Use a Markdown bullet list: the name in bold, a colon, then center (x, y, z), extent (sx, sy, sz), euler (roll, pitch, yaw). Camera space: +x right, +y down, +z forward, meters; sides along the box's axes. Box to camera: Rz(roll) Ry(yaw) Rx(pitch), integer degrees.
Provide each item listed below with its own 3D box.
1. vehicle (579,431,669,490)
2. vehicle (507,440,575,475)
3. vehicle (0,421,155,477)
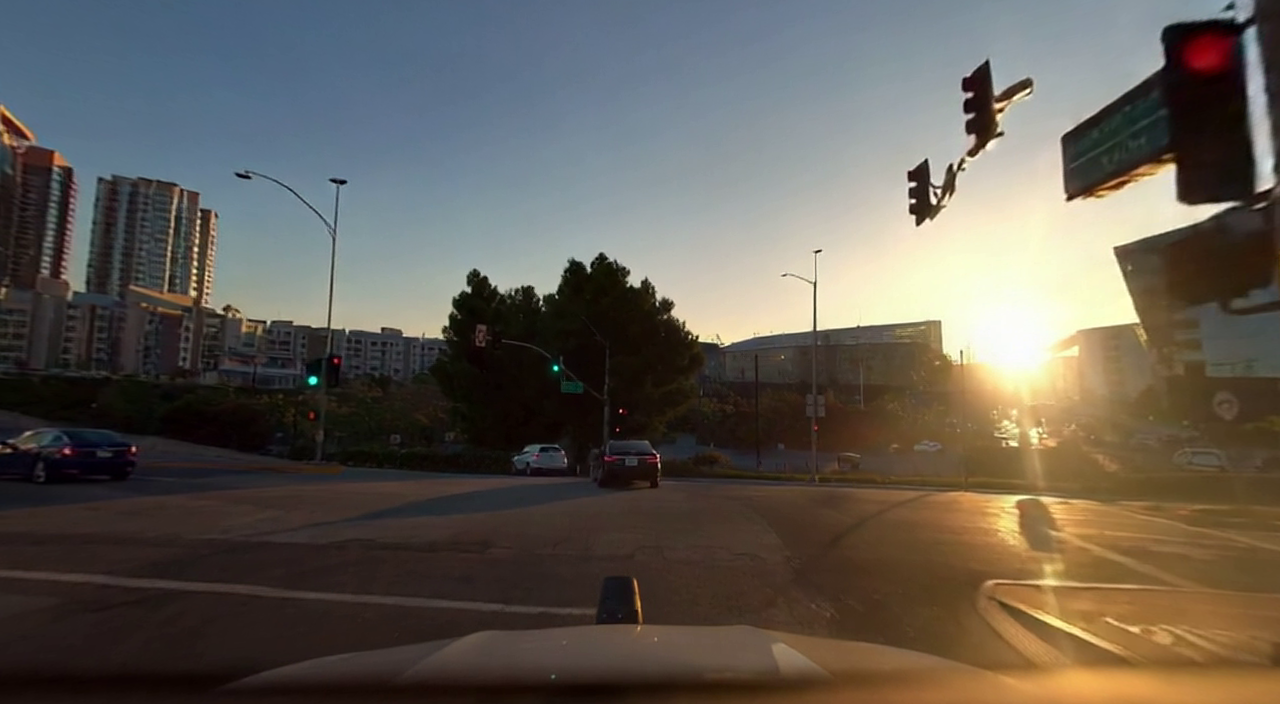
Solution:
- **vehicle**: center (-0.596, 3.137, 18.611), extent (2.048, 1.516, 3.874), euler (1, -8, -11)
- **vehicle**: center (-4.987, 5.221, 31.529), extent (2.007, 1.605, 3.852), euler (5, -9, -31)
- **vehicle**: center (-18.437, 3.060, 20.144), extent (5.413, 1.572, 2.325), euler (-4, -9, 24)
